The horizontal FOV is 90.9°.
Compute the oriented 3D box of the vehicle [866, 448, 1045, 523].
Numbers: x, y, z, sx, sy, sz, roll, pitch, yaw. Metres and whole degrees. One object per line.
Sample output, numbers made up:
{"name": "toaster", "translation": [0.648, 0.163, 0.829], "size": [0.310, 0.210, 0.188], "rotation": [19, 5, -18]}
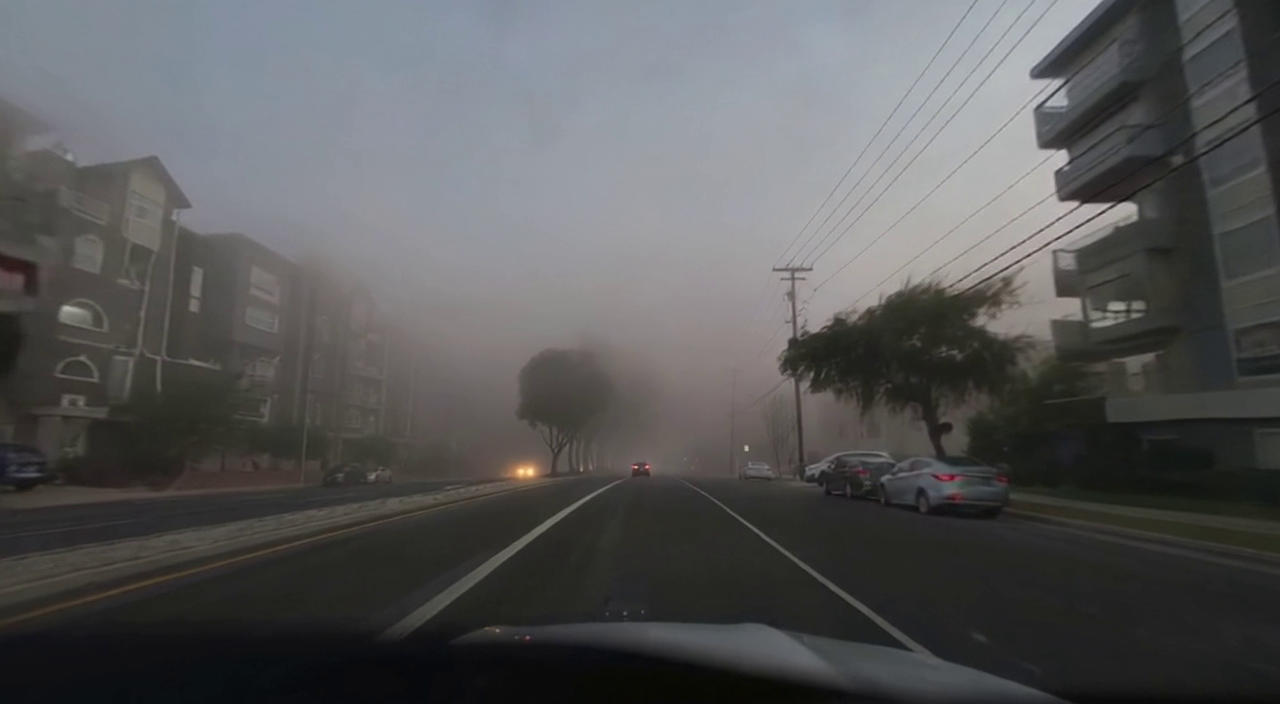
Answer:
{"name": "vehicle", "translation": [7.148, 3.020, 14.930], "size": [1.875, 1.481, 4.434], "rotation": [0, -9, -1]}

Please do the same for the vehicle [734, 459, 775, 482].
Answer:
{"name": "vehicle", "translation": [7.889, 8.229, 43.976], "size": [1.986, 1.467, 4.412], "rotation": [0, -9, -1]}

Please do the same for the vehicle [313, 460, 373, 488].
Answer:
{"name": "vehicle", "translation": [-21.612, 8.874, 46.091], "size": [1.895, 1.798, 4.703], "rotation": [0, -9, 2]}
